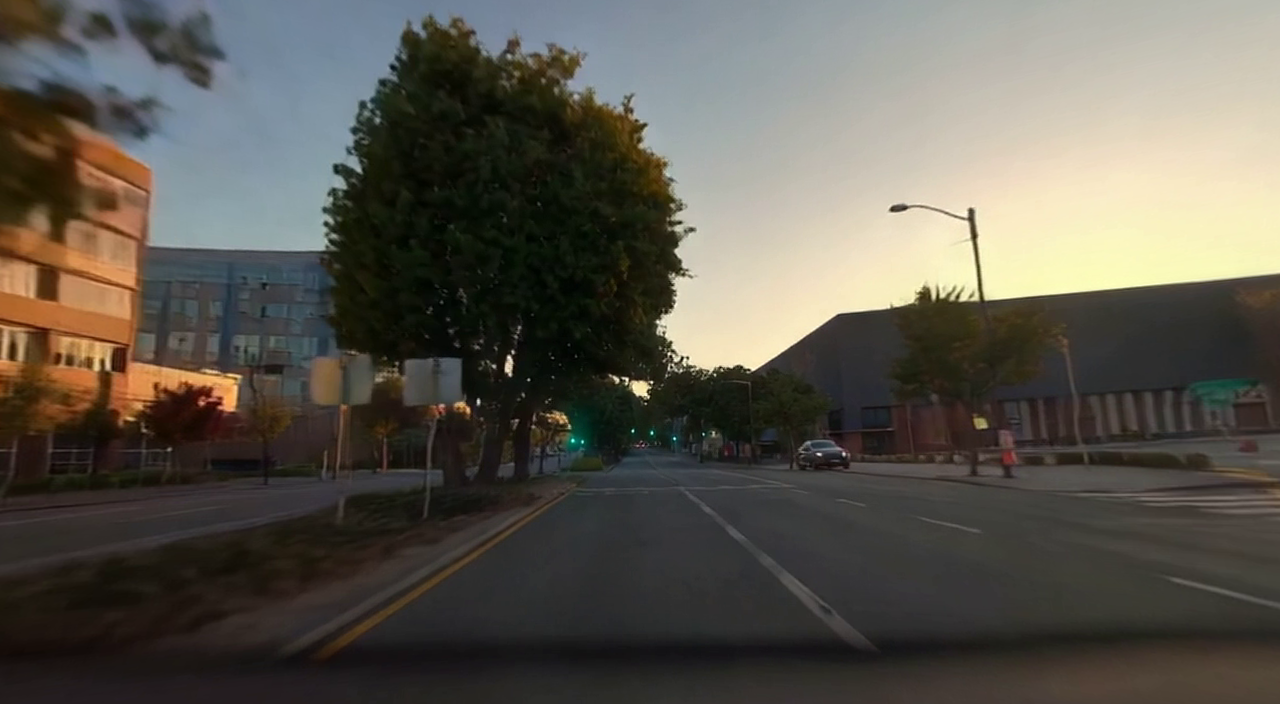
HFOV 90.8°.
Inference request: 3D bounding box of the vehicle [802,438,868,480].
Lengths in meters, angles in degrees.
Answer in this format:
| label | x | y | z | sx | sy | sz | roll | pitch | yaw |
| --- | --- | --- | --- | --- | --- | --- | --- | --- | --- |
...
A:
| label | x | y | z | sx | sy | sz | roll | pitch | yaw |
| --- | --- | --- | --- | --- | --- | --- | --- | --- | --- |
| vehicle | 9.967 | 5.545 | 32.709 | 2.101 | 1.957 | 4.718 | 0 | -10 | 3 |
